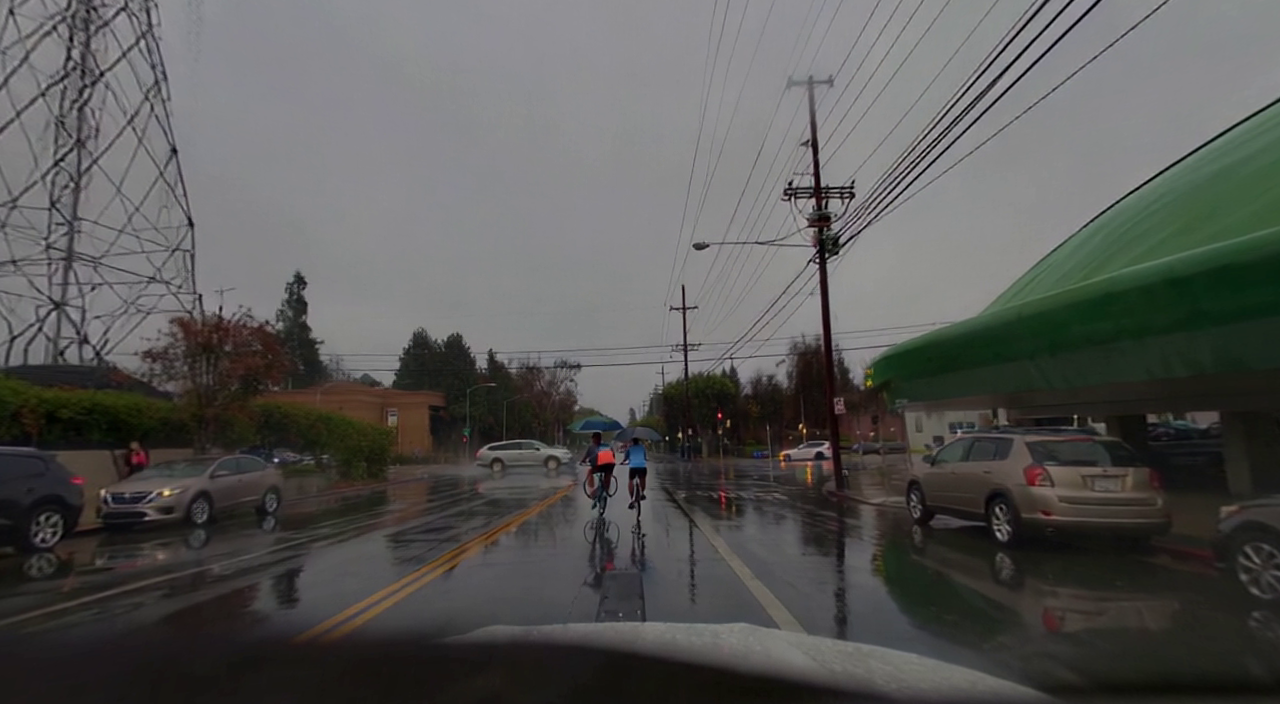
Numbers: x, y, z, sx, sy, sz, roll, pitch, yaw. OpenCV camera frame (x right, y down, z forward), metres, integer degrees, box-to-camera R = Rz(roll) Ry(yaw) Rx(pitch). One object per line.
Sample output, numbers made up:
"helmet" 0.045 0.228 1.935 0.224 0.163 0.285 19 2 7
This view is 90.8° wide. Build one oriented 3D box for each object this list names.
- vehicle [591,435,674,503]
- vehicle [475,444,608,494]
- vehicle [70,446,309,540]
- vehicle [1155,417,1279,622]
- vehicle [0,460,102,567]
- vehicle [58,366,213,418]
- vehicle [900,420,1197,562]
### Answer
"vehicle" -0.173 3.407 18.787 2.190 1.783 4.048 0 -8 1
"vehicle" -3.988 4.657 25.473 4.961 1.832 2.287 3 -9 -17
"vehicle" -10.260 3.169 15.053 2.075 1.816 4.900 0 -8 -1
"vehicle" 5.897 1.159 3.976 1.900 1.566 3.995 0 -8 0
"vehicle" -10.222 2.268 8.524 1.904 1.495 4.585 0 -8 -1
"vehicle" -17.107 1.394 21.573 3.685 1.584 1.708 1 -9 -3
"vehicle" 5.831 1.993 9.779 1.873 1.714 3.979 0 -8 0
